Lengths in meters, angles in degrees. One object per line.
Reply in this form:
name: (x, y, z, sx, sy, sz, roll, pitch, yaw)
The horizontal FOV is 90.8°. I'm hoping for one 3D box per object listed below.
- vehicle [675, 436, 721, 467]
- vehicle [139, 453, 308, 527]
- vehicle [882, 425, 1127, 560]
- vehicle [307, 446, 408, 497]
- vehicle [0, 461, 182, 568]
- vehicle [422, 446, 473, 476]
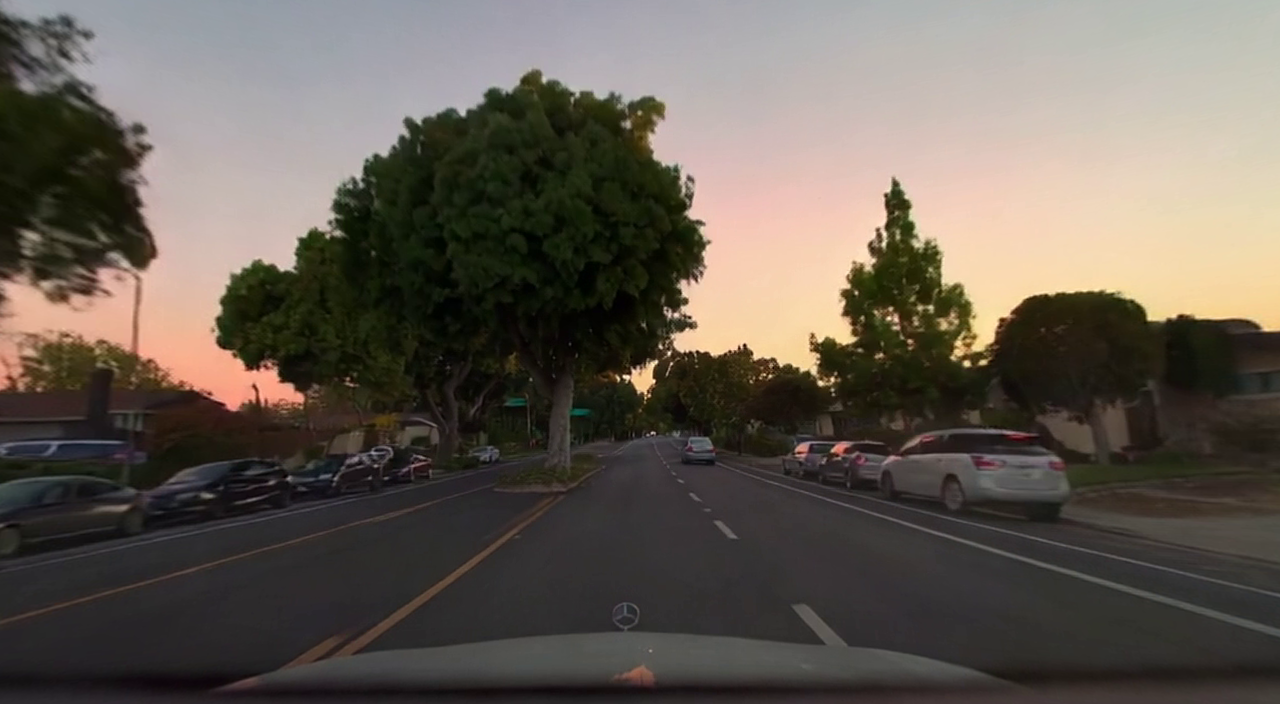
vehicle: (3.132, 5.487, 35.061, 1.951, 1.620, 4.582, 0, -8, -3)
vehicle: (-11.608, 3.809, 18.055, 1.921, 1.770, 4.265, 0, -8, -1)
vehicle: (7.260, 2.785, 13.437, 2.081, 2.286, 4.941, 0, -8, -2)
vehicle: (-11.515, 4.858, 26.181, 2.049, 1.848, 4.693, 0, -8, -1)
vehicle: (-11.728, 3.032, 12.242, 1.888, 1.668, 5.052, 0, -8, 0)
vehicle: (-12.233, 6.920, 40.419, 2.032, 1.773, 4.471, 0, -8, -2)
